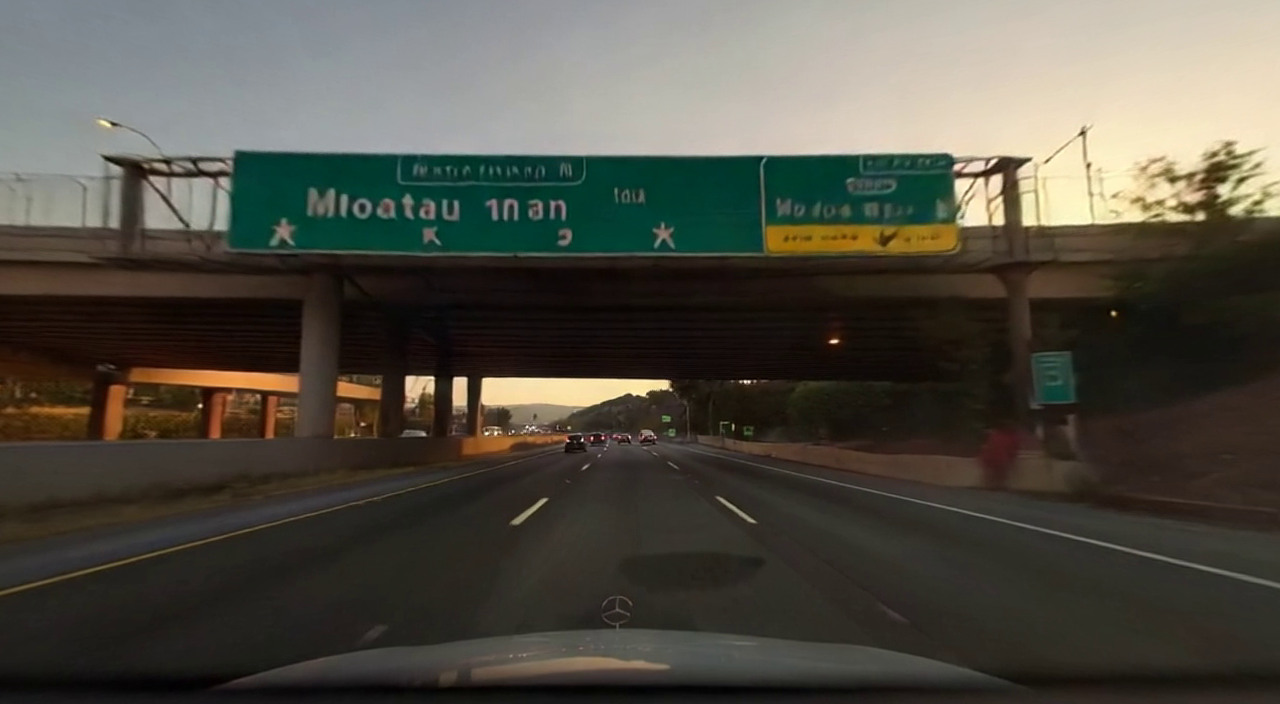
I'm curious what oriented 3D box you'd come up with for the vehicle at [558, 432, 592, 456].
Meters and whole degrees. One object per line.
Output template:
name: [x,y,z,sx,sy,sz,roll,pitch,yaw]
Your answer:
vehicle: [-4.469,6.391,43.908,2.062,1.591,4.156,0,-8,-1]
